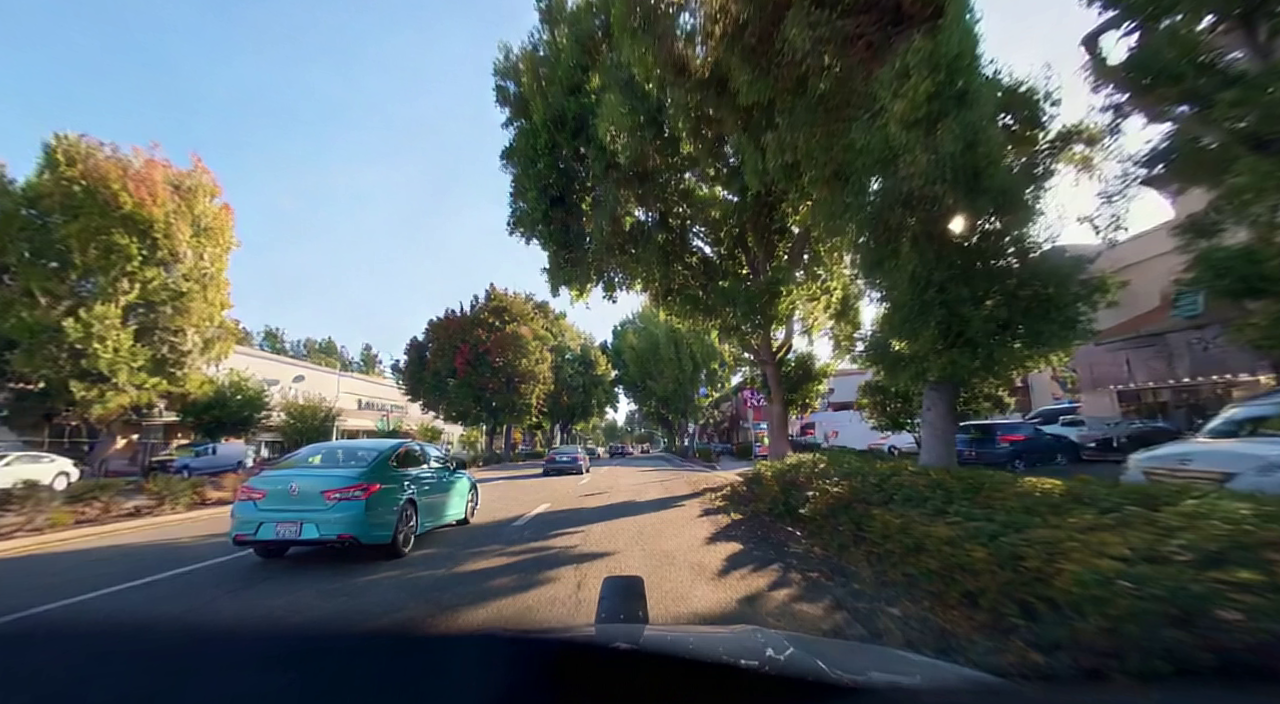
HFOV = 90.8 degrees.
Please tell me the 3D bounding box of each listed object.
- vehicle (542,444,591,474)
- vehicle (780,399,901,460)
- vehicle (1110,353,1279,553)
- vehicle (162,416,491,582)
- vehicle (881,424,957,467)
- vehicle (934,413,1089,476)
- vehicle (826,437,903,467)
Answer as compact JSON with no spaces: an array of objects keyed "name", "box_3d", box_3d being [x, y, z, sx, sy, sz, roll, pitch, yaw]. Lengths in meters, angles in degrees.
[{"name":"vehicle","box_3d":[-3.753,5.534,32.937,1.955,1.461,4.396,0,-9,1]},{"name":"vehicle","box_3d":[15.499,6.093,49.352,8.300,4.310,2.832,-2,-9,1]},{"name":"vehicle","box_3d":[9.783,1.212,7.849,5.990,2.130,2.180,0,-9,1]},{"name":"vehicle","box_3d":[-3.720,1.836,8.725,2.126,1.655,4.560,0,-9,1]},{"name":"vehicle","box_3d":[14.760,4.930,33.283,2.031,2.064,4.681,-9,-12,43]},{"name":"vehicle","box_3d":[12.664,3.254,22.070,2.222,1.922,5.164,0,-9,0]},{"name":"vehicle","box_3d":[12.250,5.403,34.262,2.090,1.501,4.732,-8,-12,43]}]
